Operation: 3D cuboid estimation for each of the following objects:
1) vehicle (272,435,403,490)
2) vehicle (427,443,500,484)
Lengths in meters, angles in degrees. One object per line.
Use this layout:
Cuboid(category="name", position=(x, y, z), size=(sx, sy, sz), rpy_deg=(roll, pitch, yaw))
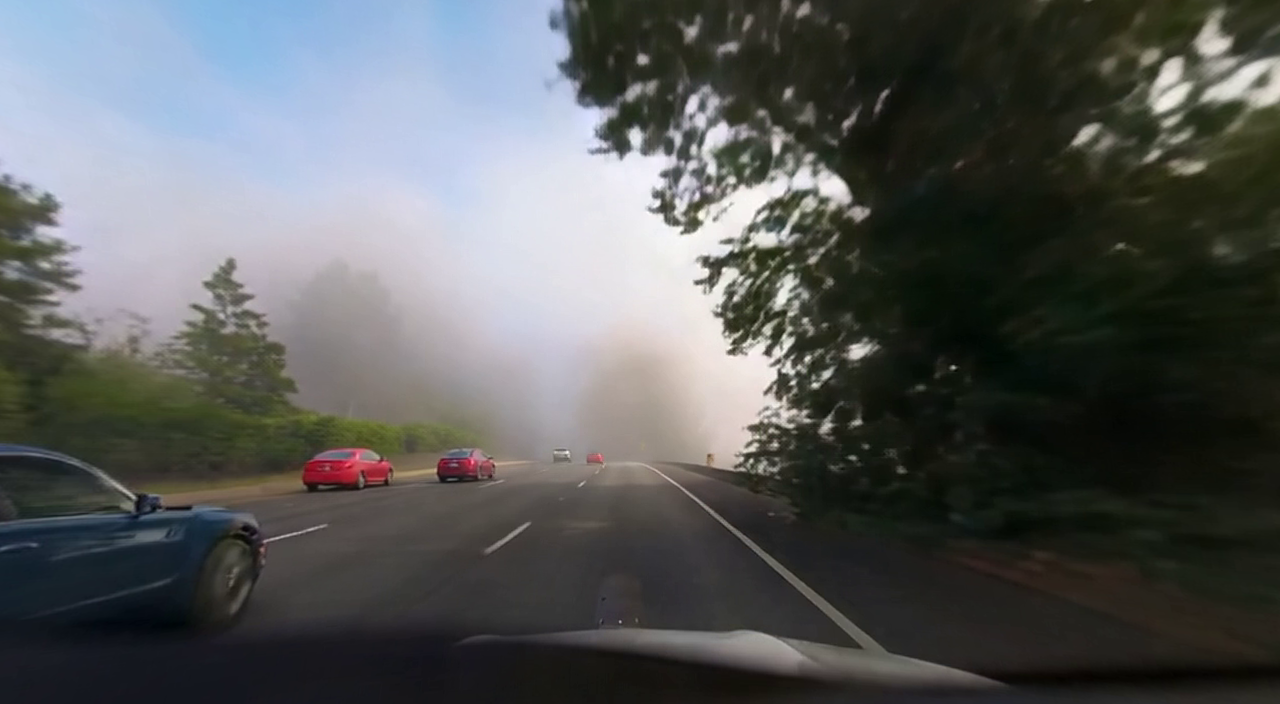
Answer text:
Cuboid(category="vehicle", position=(-11.754, 4.350, 25.086), size=(2.425, 1.926, 5.584), rpy_deg=(0, -9, 0))
Cuboid(category="vehicle", position=(-7.724, 4.916, 28.033), size=(2.060, 1.680, 4.255), rpy_deg=(0, -9, -1))
